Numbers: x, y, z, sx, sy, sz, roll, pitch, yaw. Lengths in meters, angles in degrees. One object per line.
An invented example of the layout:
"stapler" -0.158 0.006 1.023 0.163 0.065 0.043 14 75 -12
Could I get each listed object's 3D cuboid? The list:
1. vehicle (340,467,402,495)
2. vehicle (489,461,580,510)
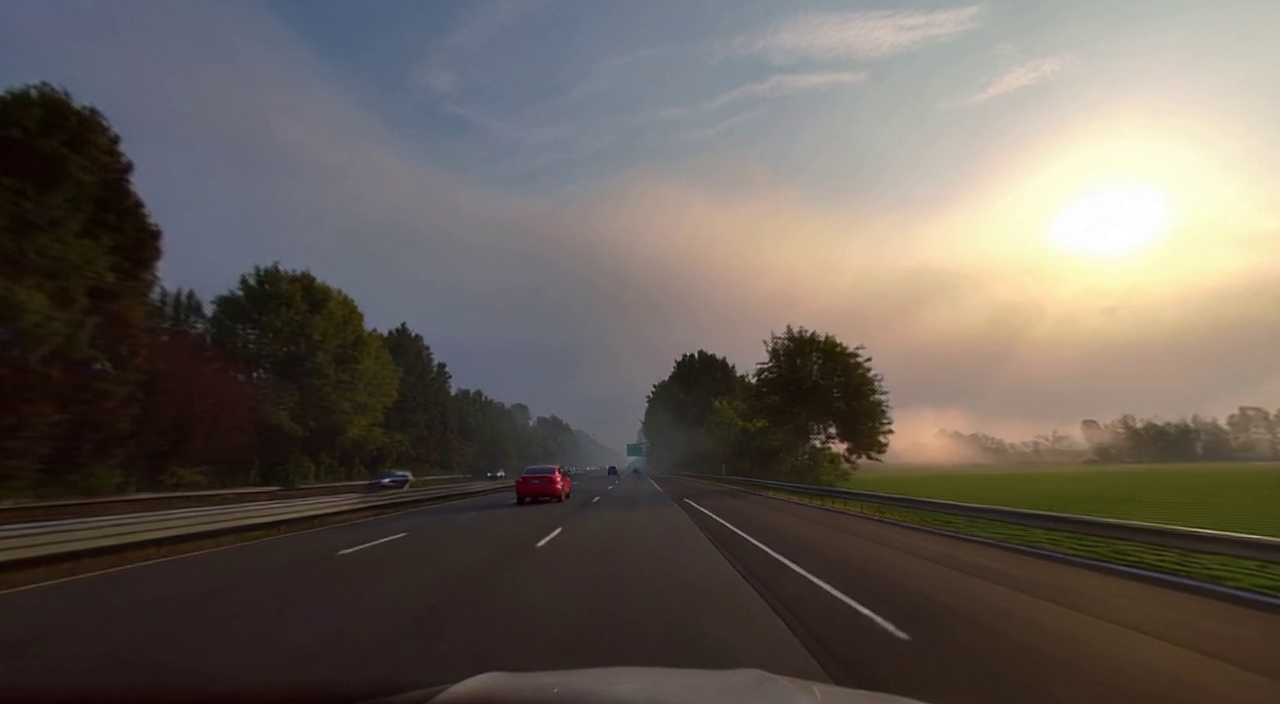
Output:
"vehicle" -17.101 8.214 40.255 1.880 1.616 4.522 0 -10 1
"vehicle" -3.418 4.466 21.414 2.183 1.435 4.653 0 -10 1
